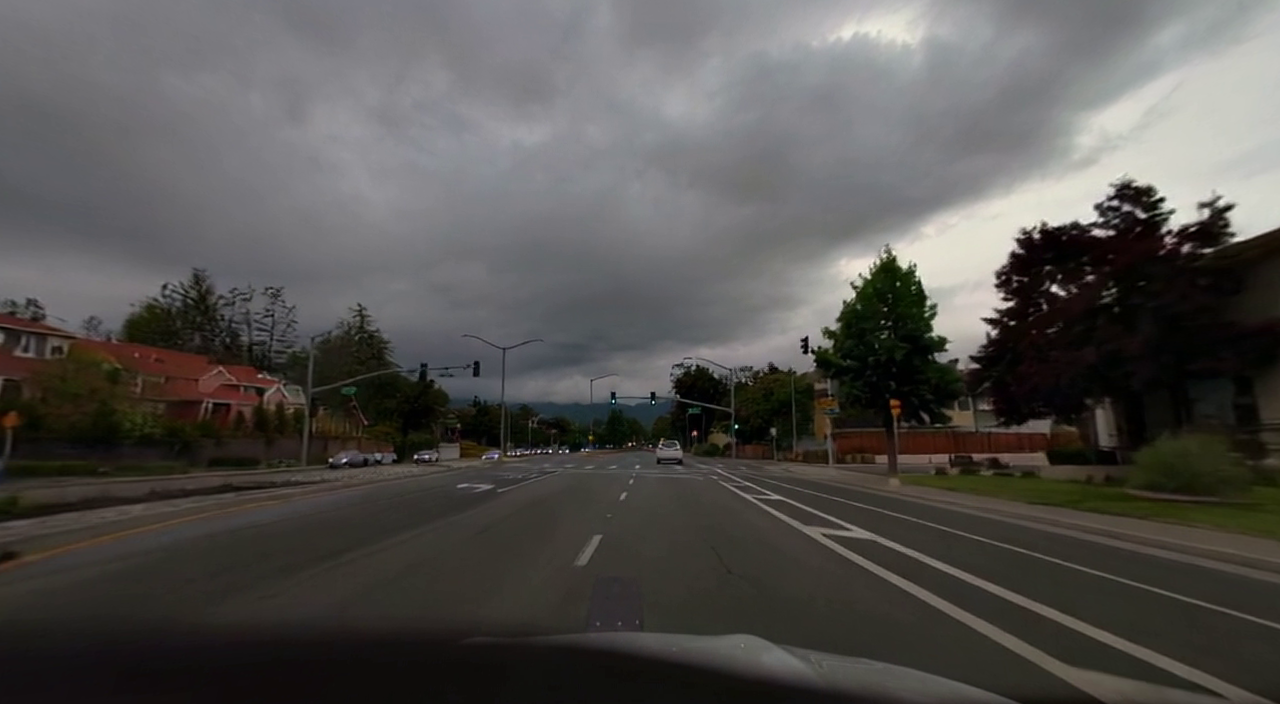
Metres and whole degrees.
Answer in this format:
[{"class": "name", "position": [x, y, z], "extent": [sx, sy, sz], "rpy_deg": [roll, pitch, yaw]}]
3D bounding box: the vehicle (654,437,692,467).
[{"class": "vehicle", "position": [2.148, 6.726, 42.510], "extent": [2.273, 1.851, 5.075], "rpy_deg": [0, -9, 0]}]
